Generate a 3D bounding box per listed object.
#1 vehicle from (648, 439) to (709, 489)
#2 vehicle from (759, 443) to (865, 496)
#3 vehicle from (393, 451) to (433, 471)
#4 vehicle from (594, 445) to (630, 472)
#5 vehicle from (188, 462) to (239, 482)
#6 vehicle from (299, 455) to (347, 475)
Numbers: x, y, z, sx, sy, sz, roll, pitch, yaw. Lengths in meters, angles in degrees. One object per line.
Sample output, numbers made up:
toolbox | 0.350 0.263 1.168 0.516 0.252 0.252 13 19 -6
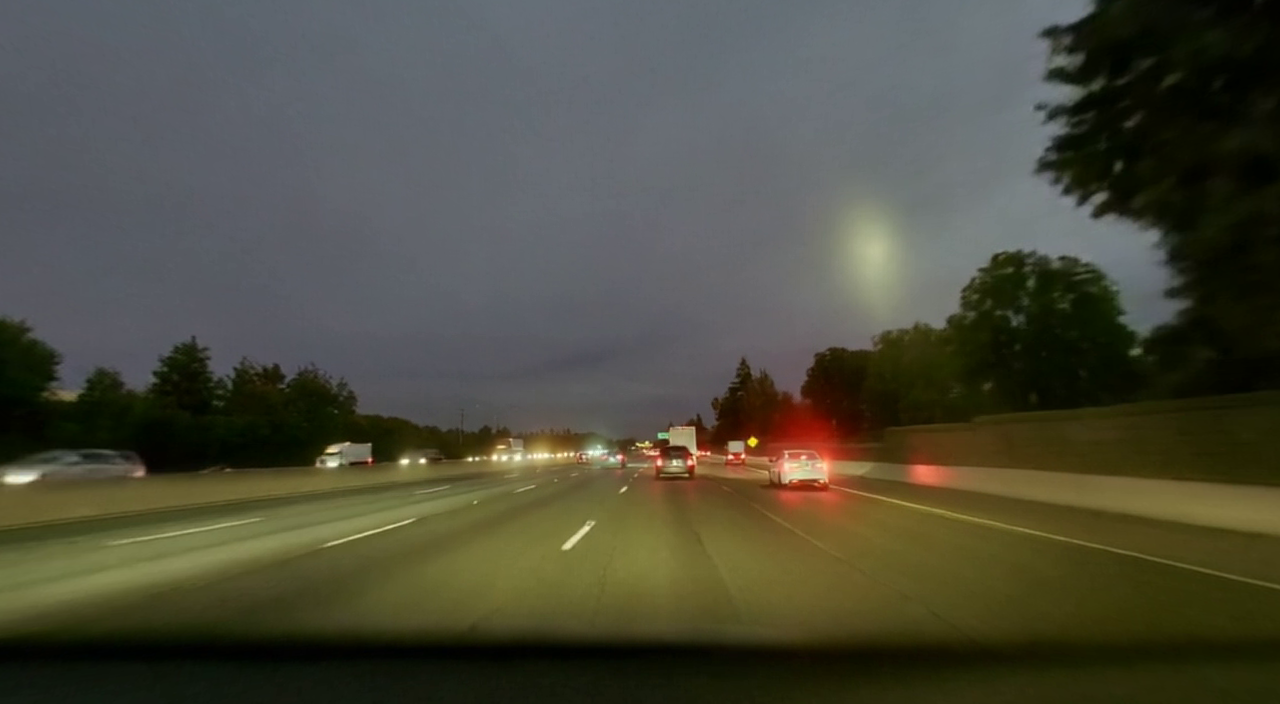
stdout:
vehicle | 1.391 4.238 24.192 2.103 1.717 4.399 0 -9 2
vehicle | 5.248 3.646 20.039 2.146 1.482 4.665 0 -9 1
vehicle | -16.129 7.725 45.015 1.503 1.364 3.224 -1 -9 4
vehicle | -1.826 7.216 42.935 1.988 1.696 4.754 -1 -9 3
vehicle | -31.978 8.985 47.405 1.427 1.302 3.196 -1 -9 4
vehicle | -23.393 8.348 46.706 1.637 1.402 3.406 -1 -9 3
